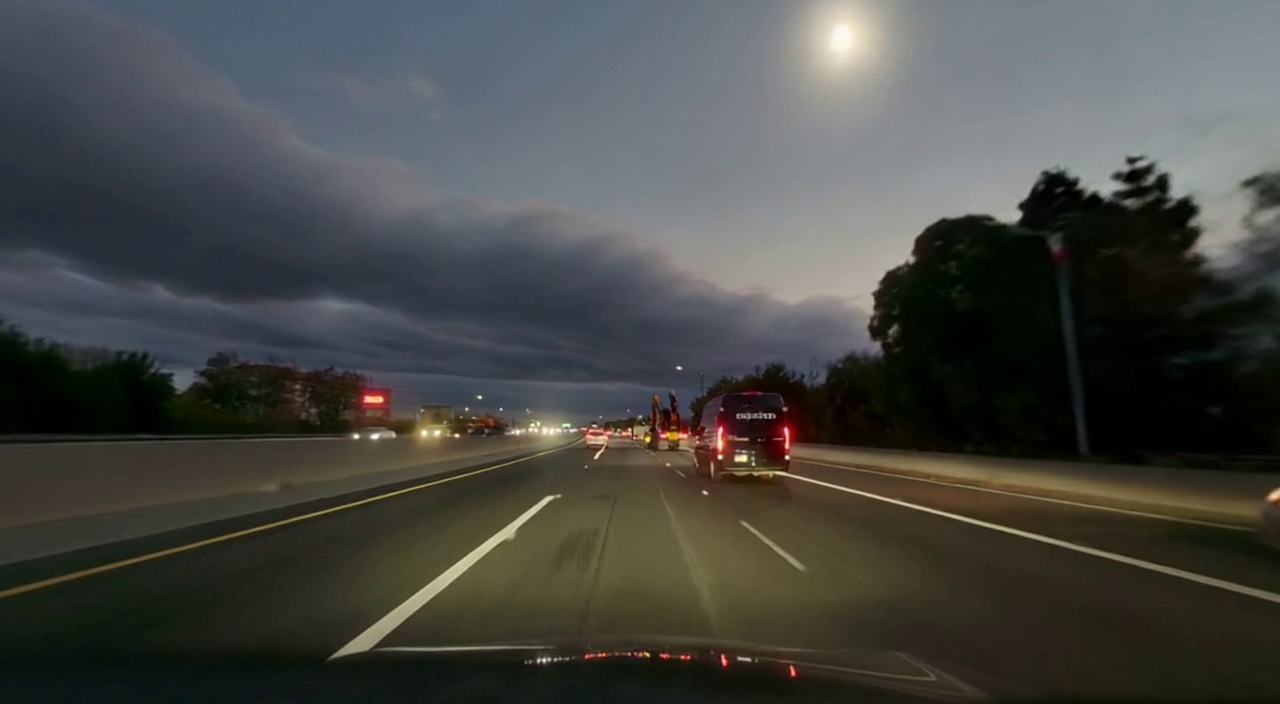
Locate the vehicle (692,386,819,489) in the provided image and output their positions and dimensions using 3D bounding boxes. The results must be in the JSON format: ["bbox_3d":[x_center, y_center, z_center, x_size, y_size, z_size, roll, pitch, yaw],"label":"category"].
[{"bbox_3d":[3.108,2.510,18.576,2.386,2.509,5.880,0,-8,-2],"label":"vehicle"}]

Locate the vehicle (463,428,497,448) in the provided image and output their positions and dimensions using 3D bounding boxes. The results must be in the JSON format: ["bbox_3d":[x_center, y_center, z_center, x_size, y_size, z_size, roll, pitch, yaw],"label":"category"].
[{"bbox_3d":[-12.601,6.788,49.873,1.781,1.459,4.003,1,-8,-2],"label":"vehicle"}]

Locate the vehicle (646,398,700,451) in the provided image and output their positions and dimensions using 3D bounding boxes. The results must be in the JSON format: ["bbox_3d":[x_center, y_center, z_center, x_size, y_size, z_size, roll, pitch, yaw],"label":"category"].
[{"bbox_3d":[2.403,5.784,49.368,2.912,3.738,10.123,1,-8,-4],"label":"vehicle"}]

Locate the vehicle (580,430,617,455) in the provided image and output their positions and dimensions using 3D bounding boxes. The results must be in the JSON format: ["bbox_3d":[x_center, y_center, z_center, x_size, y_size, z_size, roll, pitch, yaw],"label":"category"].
[{"bbox_3d":[-2.602,5.851,40.666,2.217,1.502,4.222,0,-8,-1],"label":"vehicle"}]
